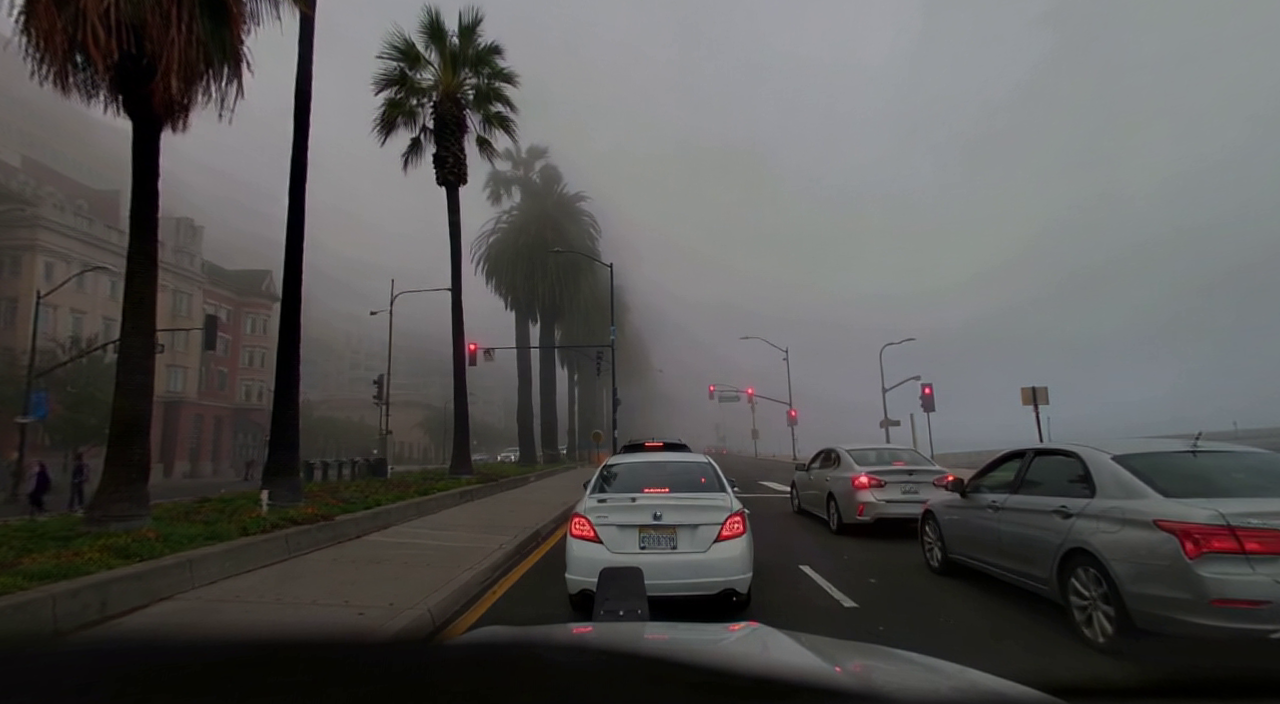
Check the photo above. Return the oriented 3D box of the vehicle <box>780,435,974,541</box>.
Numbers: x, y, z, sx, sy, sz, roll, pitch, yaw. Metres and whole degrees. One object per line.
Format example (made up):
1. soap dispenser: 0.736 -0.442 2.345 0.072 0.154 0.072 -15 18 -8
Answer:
1. vehicle: 3.888 2.288 11.313 1.920 1.490 4.417 -1 -9 2

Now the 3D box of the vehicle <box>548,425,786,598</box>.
1. vehicle: 0.263 1.696 7.480 2.093 1.503 3.681 0 -9 1

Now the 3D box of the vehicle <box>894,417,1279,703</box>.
1. vehicle: 3.912 1.362 5.084 1.913 1.469 4.425 0 -9 0
